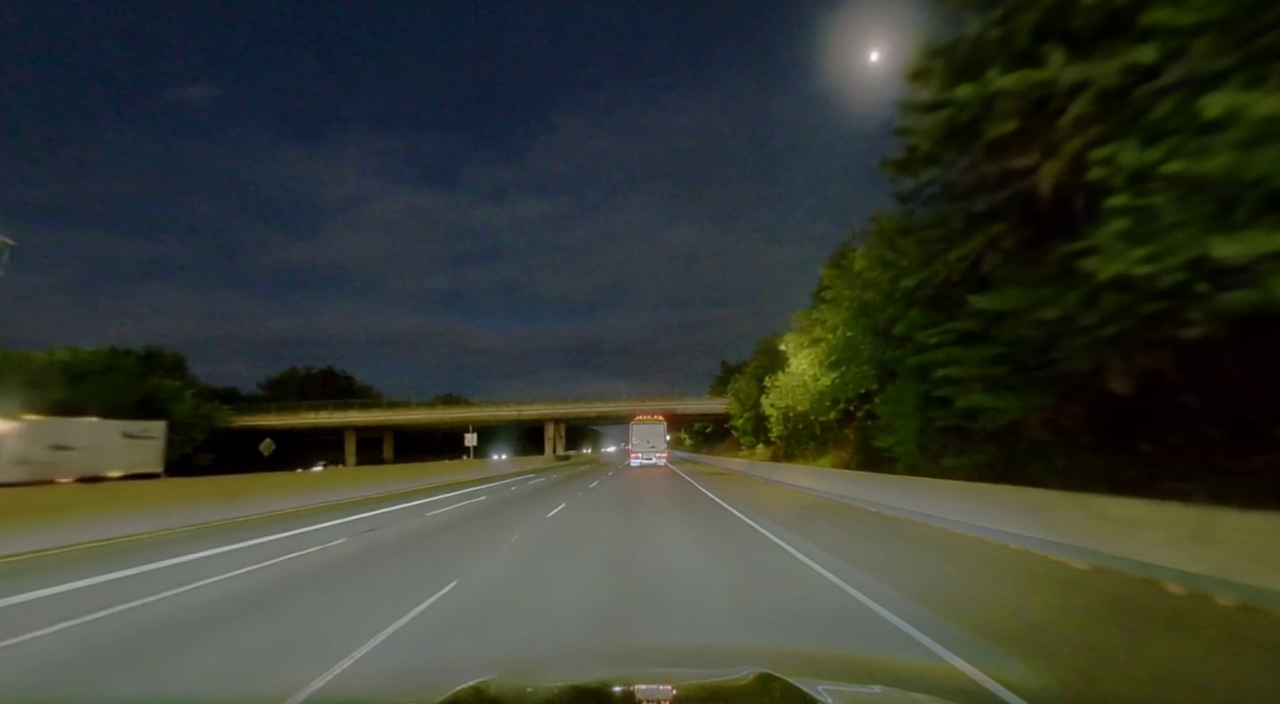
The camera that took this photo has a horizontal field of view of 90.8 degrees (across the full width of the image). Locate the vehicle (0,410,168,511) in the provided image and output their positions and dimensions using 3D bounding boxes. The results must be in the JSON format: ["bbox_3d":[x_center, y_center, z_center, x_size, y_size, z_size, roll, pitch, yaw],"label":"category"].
[{"bbox_3d":[-24.665,4.479,26.265,2.844,3.634,9.043,0,-9,1],"label":"vehicle"}]
